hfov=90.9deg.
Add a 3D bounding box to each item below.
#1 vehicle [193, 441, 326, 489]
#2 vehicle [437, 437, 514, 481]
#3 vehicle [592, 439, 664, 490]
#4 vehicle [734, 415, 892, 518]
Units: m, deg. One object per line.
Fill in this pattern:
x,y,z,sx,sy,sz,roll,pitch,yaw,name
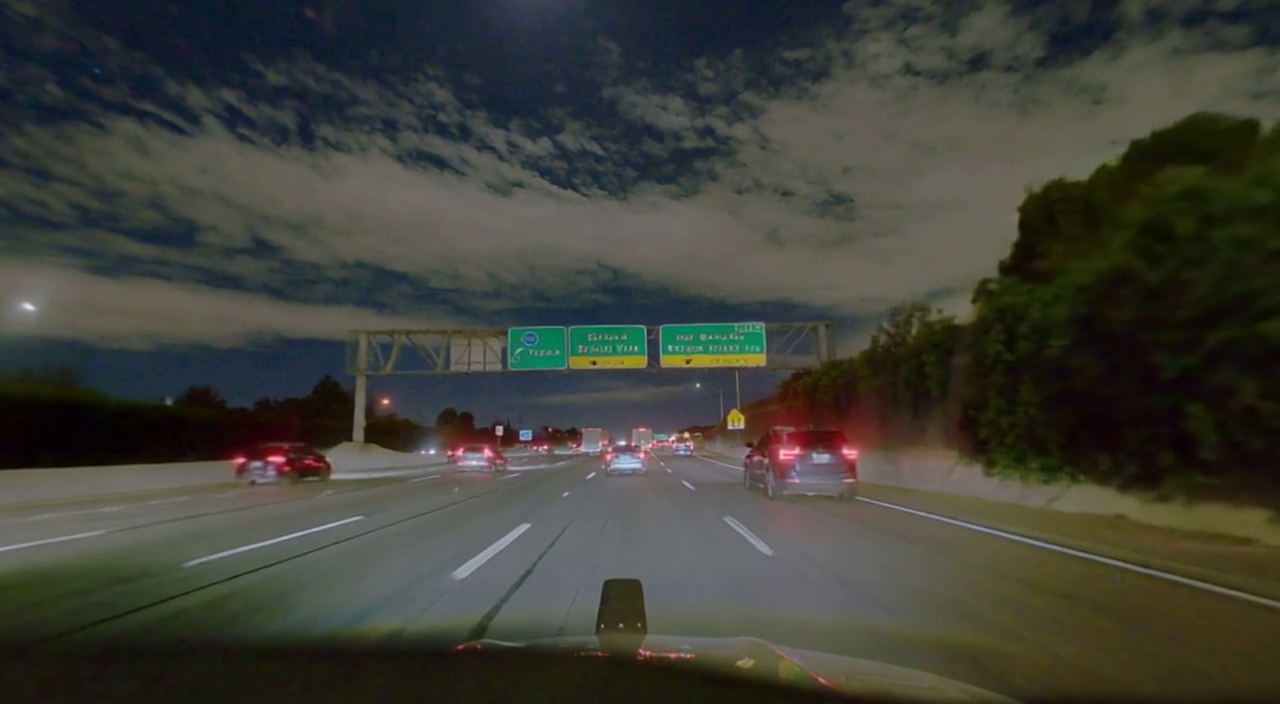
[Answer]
-14.448,4.288,24.393,2.055,1.628,4.898,0,-8,1,vehicle
-6.794,4.464,26.544,2.060,1.669,4.242,0,-8,0,vehicle
-0.343,3.542,20.216,2.042,1.446,4.269,0,-8,0,vehicle
3.351,2.315,13.204,2.001,1.771,4.250,0,-8,-1,vehicle
